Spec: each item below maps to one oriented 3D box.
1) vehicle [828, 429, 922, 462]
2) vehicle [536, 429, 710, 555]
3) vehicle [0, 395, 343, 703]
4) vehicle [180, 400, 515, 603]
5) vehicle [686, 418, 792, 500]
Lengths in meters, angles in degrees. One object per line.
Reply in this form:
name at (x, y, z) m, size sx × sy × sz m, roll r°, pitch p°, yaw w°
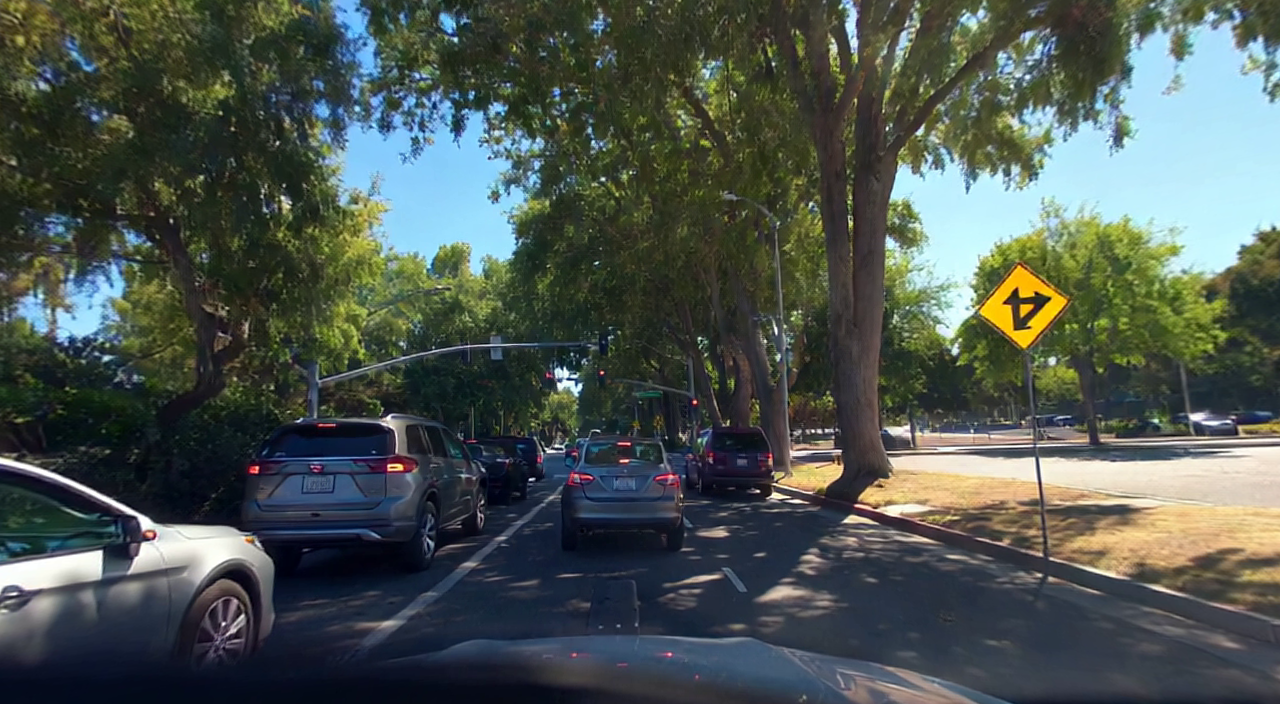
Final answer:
vehicle at (11.388, 4.558, 30.699) m, size 3.883 × 1.534 × 1.779 m, roll 0°, pitch -8°, yaw 2°
vehicle at (-0.252, 1.922, 9.352) m, size 2.025 × 1.453 × 3.848 m, roll 0°, pitch -8°, yaw -2°
vehicle at (-2.920, 0.839, 1.618) m, size 1.974 × 1.484 × 4.716 m, roll 0°, pitch -8°, yaw 1°
vehicle at (-2.894, 1.570, 7.453) m, size 1.964 × 1.712 × 4.097 m, roll 0°, pitch -8°, yaw 0°
vehicle at (2.452, 2.808, 16.873) m, size 2.059 × 1.864 × 4.541 m, roll 0°, pitch -8°, yaw -1°
